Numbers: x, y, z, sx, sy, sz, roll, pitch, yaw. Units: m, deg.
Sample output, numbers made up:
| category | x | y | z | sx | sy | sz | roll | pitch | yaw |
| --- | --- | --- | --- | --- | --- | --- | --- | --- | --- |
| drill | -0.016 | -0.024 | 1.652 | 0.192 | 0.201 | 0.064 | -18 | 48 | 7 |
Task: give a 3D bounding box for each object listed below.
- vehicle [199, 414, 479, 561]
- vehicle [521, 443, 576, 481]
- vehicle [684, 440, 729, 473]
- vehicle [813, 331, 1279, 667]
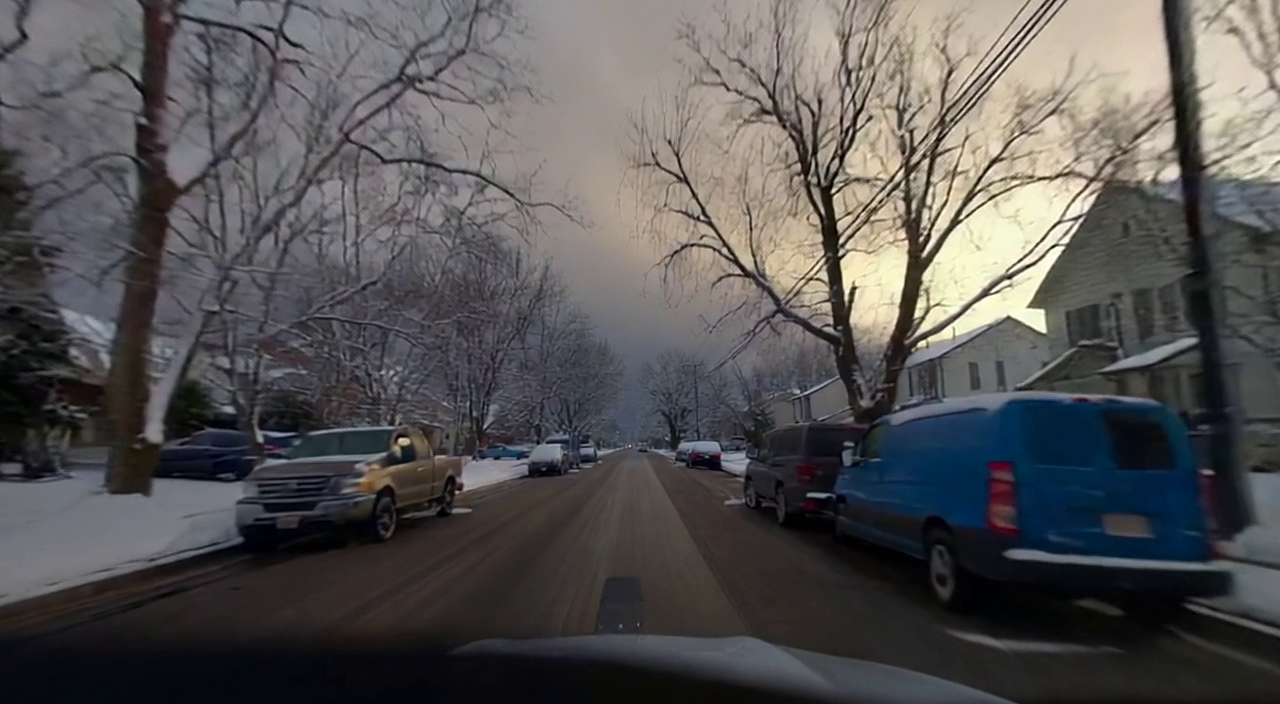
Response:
| category | x | y | z | sx | sy | sz | roll | pitch | yaw |
| --- | --- | --- | --- | --- | --- | --- | --- | --- | --- |
| vehicle | -4.826 | 2.238 | 11.498 | 2.364 | 1.968 | 5.671 | 0 | -8 | -1 |
| vehicle | -4.684 | 5.671 | 33.063 | 2.116 | 1.659 | 4.832 | -2 | -7 | 1 |
| vehicle | 4.002 | 6.416 | 39.005 | 2.152 | 1.810 | 5.846 | 0 | -9 | 0 |
| vehicle | 3.572 | 1.297 | 6.533 | 2.144 | 2.166 | 4.766 | 0 | -9 | -1 |
